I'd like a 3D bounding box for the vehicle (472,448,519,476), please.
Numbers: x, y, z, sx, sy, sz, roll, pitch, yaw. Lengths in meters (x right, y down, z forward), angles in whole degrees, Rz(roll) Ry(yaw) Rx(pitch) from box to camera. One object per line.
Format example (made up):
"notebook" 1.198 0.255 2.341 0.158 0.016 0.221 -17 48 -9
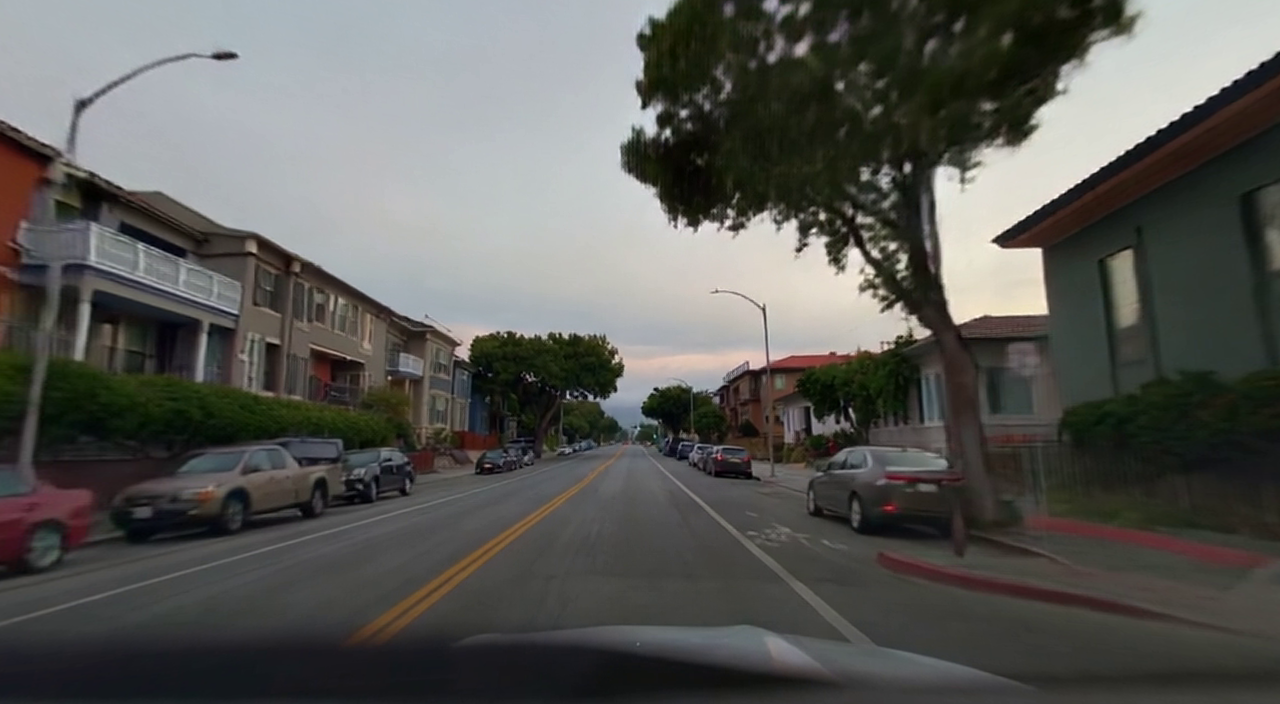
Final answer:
"vehicle" -8.264 6.306 36.446 1.852 1.482 3.916 0 -9 -2

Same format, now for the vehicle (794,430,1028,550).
"vehicle" 4.361 2.272 11.109 2.034 1.674 4.271 1 -9 -3

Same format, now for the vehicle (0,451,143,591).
"vehicle" -7.993 1.826 6.705 1.967 1.517 4.360 0 -9 -2

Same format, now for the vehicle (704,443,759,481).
"vehicle" 4.060 4.960 28.769 1.845 1.556 3.929 0 -9 -1

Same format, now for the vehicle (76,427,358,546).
"vehicle" -7.872 2.541 12.615 2.283 1.853 4.903 -1 -9 -1
